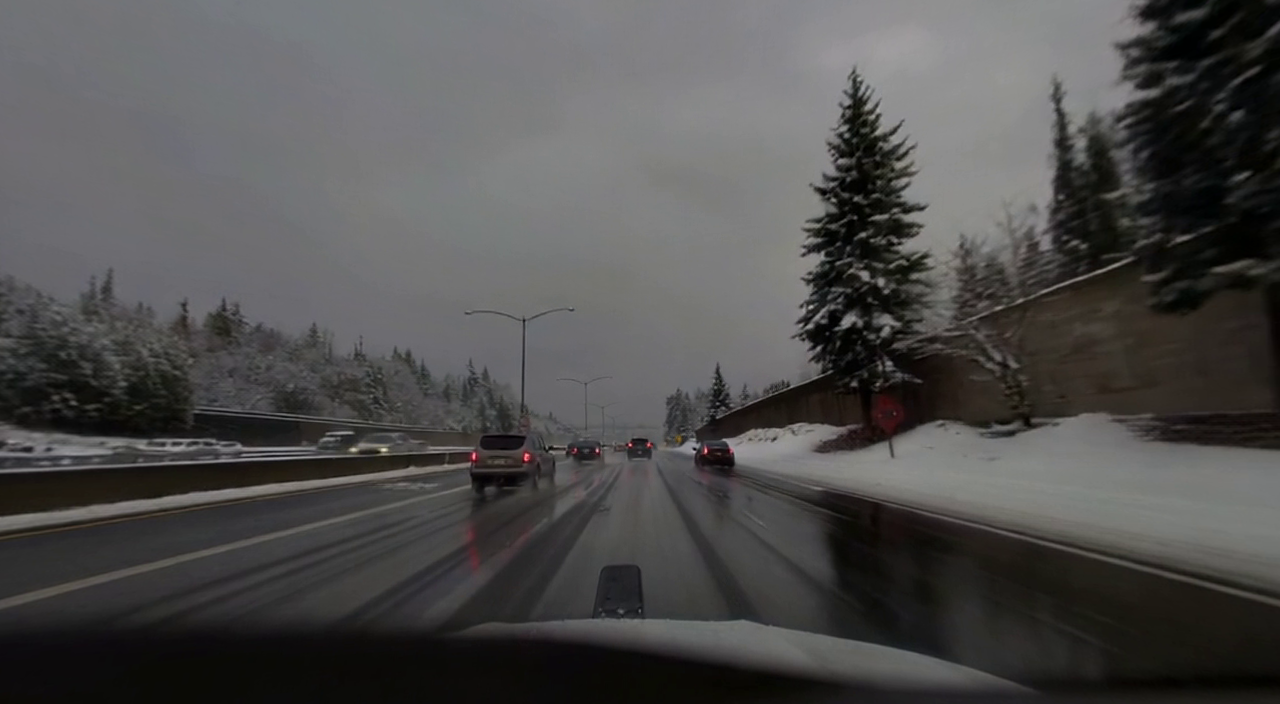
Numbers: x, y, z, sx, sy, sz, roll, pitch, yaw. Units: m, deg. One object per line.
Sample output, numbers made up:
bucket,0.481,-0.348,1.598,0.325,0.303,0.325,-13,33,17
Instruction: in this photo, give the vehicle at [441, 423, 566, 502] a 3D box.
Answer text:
vehicle,-3.503,2.979,17.490,2.184,1.819,5.441,0,-8,1

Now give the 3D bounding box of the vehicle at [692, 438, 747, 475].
vehicle,4.060,5.425,32.945,2.224,1.752,4.487,0,-8,-1

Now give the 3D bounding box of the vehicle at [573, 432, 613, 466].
vehicle,-3.176,6.692,43.583,2.378,2.214,4.352,0,-8,0

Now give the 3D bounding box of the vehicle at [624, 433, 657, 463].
vehicle,0.037,7.454,48.949,2.485,2.215,5.199,0,-8,0

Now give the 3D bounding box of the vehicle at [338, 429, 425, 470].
vehicle,-17.423,6.649,43.037,2.877,2.497,7.068,0,-8,1
